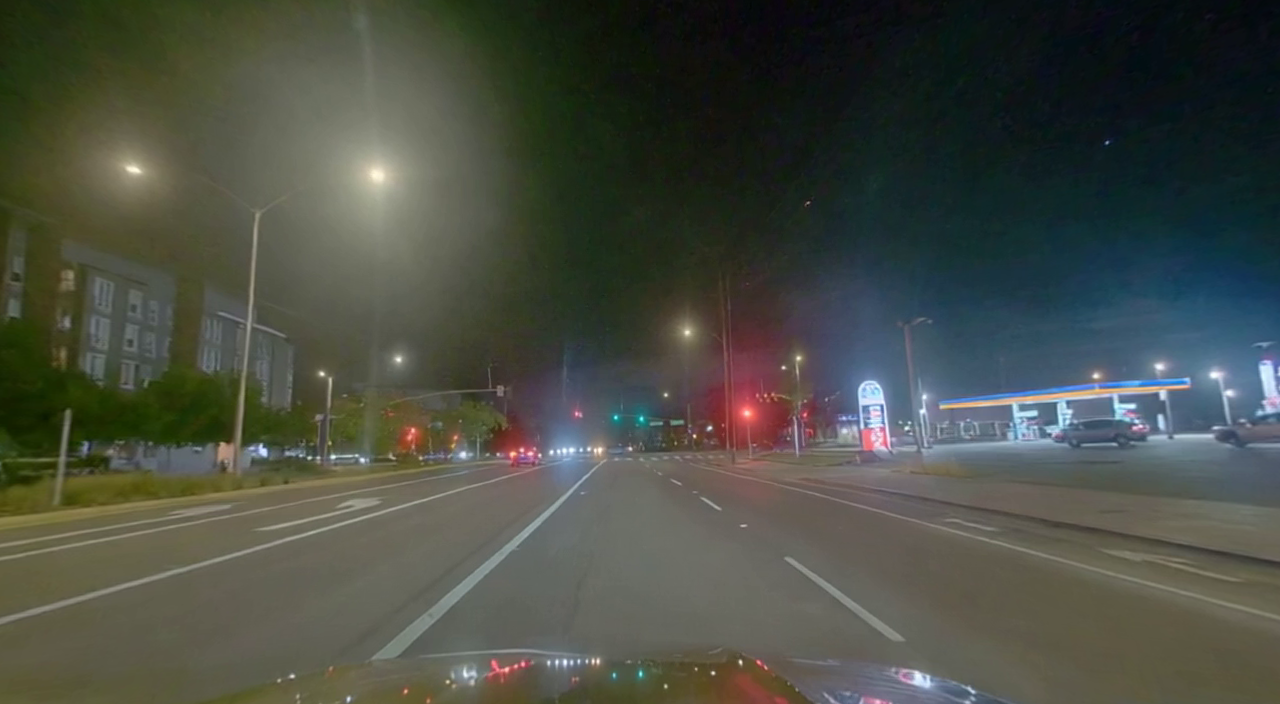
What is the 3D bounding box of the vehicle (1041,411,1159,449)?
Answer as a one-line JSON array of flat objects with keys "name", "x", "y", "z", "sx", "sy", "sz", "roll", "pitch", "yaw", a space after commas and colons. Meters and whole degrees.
[{"name": "vehicle", "x": 22.539, "y": 3.865, "z": 30.945, "sx": 4.230, "sy": 1.590, "sz": 1.877, "roll": -3, "pitch": -8, "yaw": -1}]
